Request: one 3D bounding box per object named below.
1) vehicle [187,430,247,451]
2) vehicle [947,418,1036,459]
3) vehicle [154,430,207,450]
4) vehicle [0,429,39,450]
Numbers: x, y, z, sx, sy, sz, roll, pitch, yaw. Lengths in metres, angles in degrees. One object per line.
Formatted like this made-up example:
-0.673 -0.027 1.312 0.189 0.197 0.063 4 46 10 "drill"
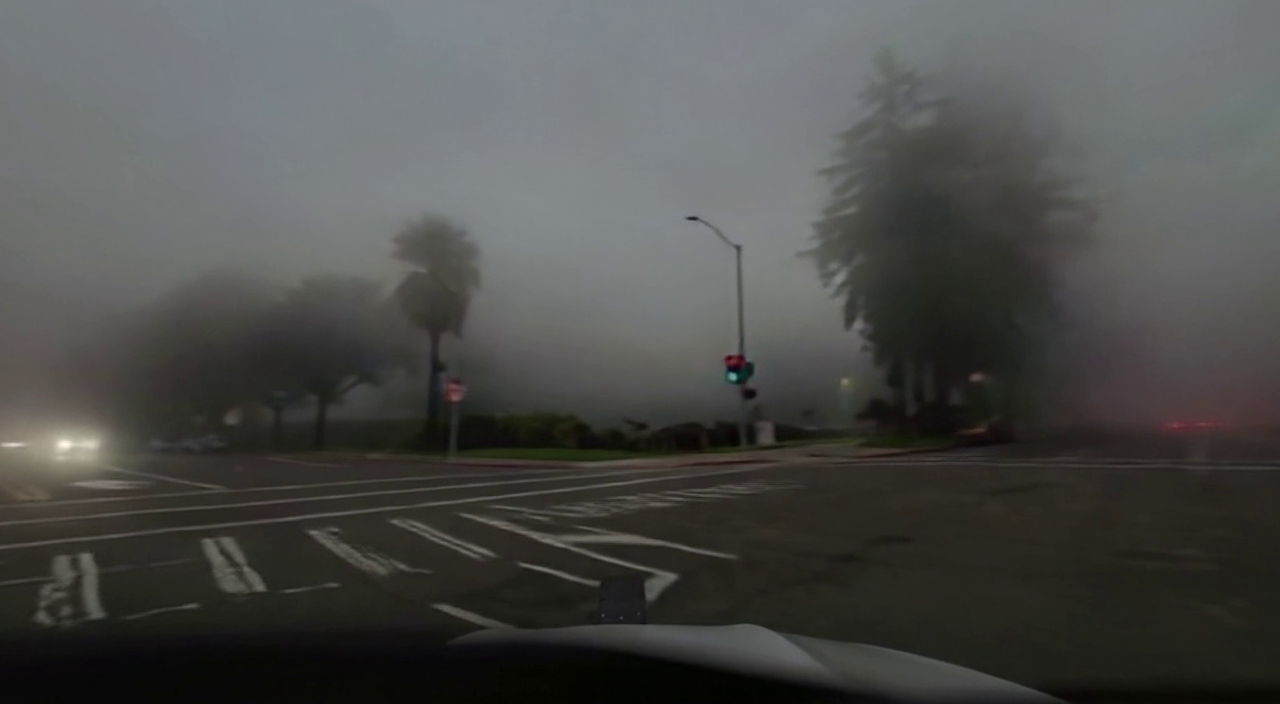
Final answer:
-30.103 6.325 44.898 4.605 1.456 1.870 -6 -11 34 "vehicle"
14.005 3.463 25.046 2.149 1.477 4.186 -8 -11 40 "vehicle"
-35.937 6.918 49.329 4.549 1.452 1.846 -6 -11 35 "vehicle"
-47.067 6.546 47.076 4.386 1.481 2.037 -6 -10 31 "vehicle"
